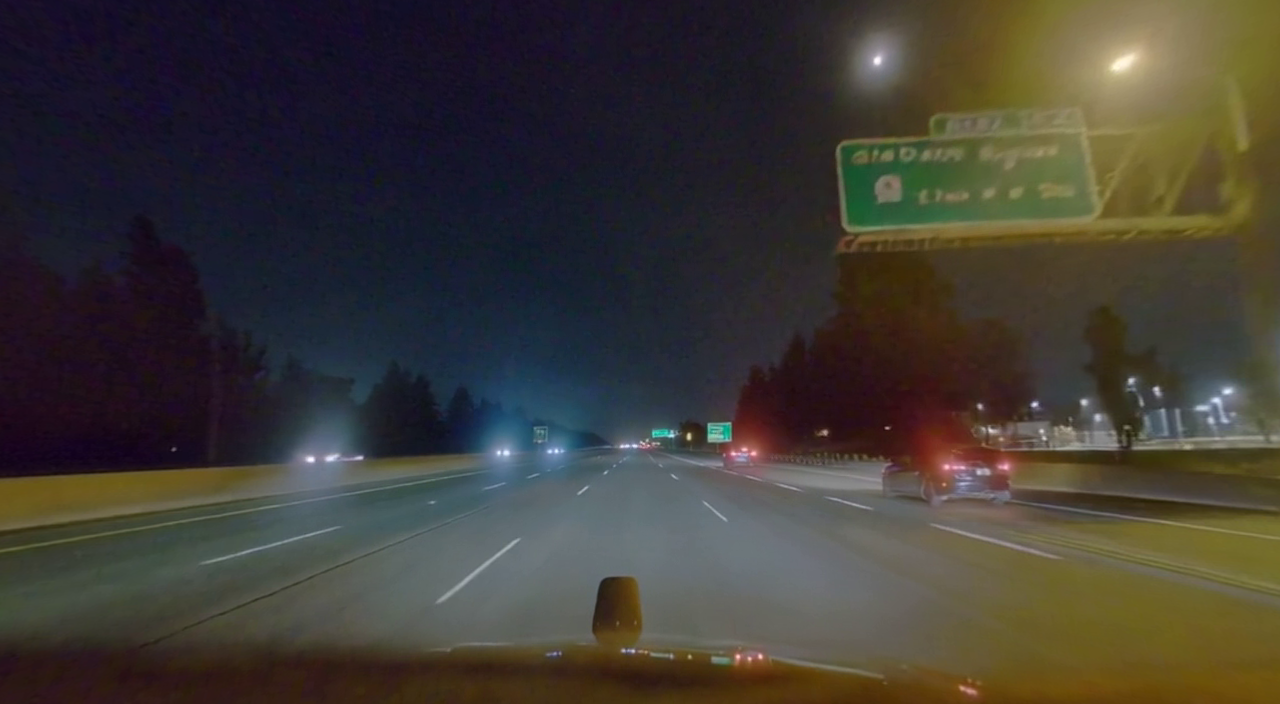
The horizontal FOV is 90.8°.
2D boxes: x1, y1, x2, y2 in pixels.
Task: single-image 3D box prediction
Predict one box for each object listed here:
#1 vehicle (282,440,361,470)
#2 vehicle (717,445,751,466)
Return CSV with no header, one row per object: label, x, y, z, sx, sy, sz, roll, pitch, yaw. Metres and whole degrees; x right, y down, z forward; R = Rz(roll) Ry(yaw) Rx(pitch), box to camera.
vehicle,-19.141,6.224,38.283,2.208,1.660,5.052,0,-9,0
vehicle,7.195,7.985,48.981,1.958,1.498,4.447,0,-7,0
